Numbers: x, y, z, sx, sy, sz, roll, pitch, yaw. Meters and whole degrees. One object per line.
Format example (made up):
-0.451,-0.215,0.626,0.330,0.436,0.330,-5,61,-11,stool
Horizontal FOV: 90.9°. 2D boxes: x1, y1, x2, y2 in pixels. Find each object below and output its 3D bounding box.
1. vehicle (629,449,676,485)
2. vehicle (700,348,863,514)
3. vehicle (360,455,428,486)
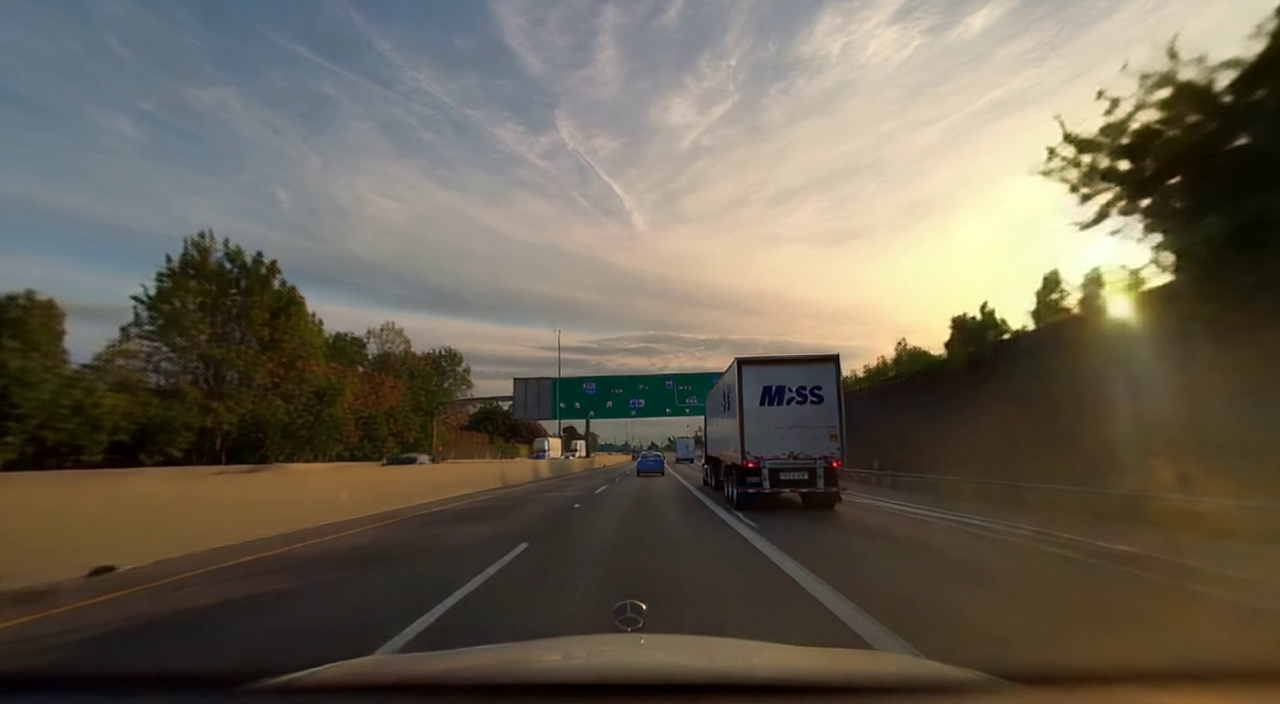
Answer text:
0.605,5.582,30.977,2.121,1.642,3.828,0,-9,1,vehicle
4.179,3.013,22.771,3.002,4.104,14.174,0,-9,2,vehicle
-12.848,6.215,33.204,1.804,1.450,4.182,0,-9,2,vehicle
